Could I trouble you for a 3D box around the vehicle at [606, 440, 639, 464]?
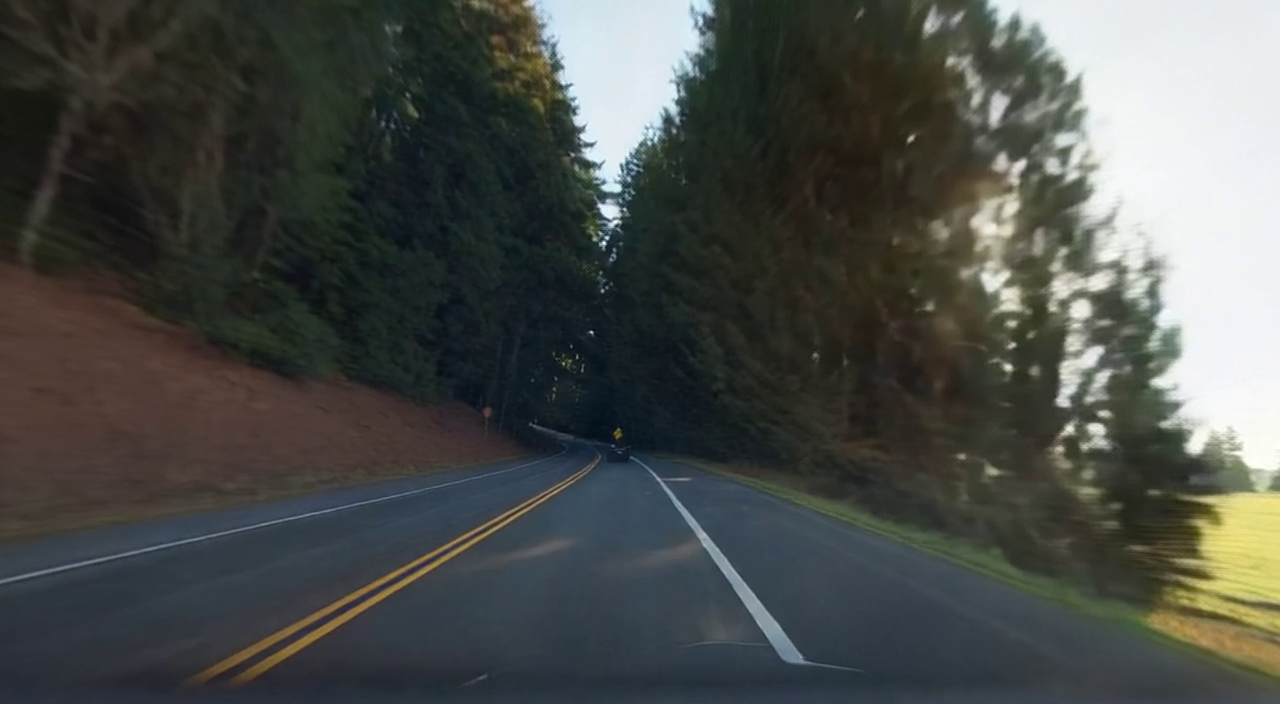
[{"bbox_3d":[-1.162,6.564,41.524,2.042,1.489,3.963,0,-9,-2],"label":"vehicle"}]
